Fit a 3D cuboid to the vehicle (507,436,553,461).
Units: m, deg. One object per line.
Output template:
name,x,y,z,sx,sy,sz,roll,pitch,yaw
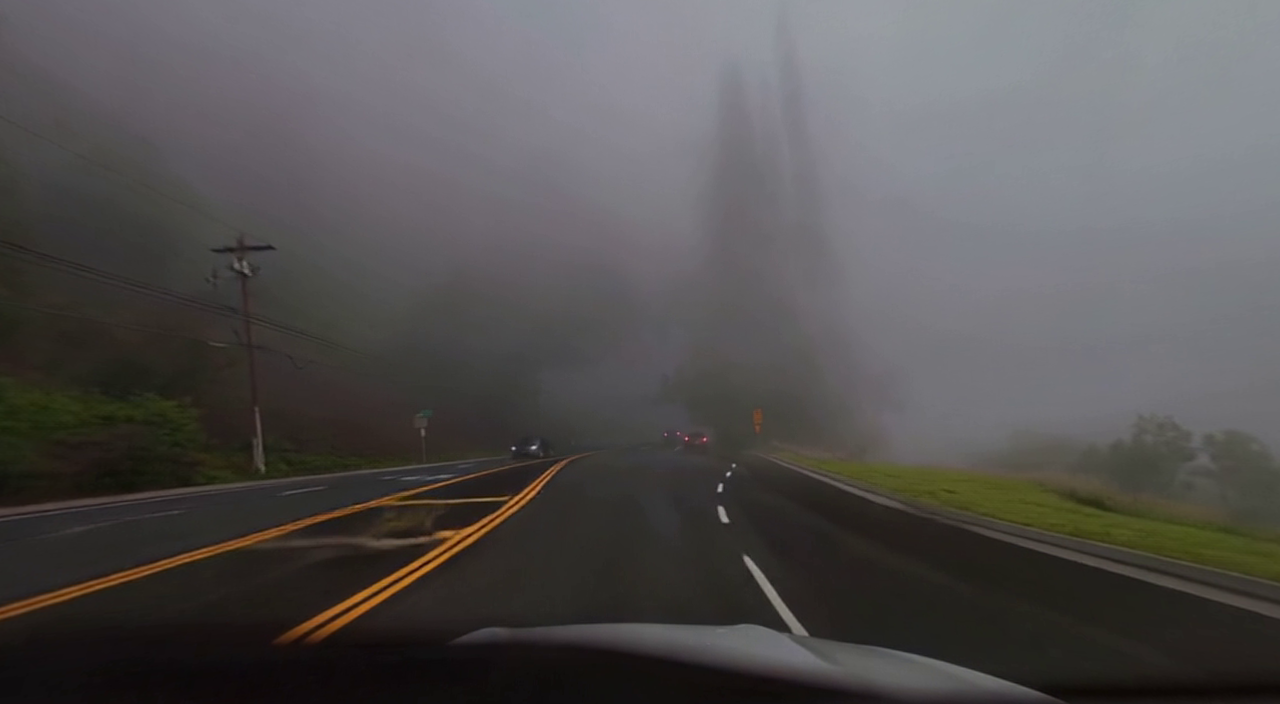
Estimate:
vehicle,-6.945,6.163,40.390,1.909,1.467,4.579,-1,-9,3
